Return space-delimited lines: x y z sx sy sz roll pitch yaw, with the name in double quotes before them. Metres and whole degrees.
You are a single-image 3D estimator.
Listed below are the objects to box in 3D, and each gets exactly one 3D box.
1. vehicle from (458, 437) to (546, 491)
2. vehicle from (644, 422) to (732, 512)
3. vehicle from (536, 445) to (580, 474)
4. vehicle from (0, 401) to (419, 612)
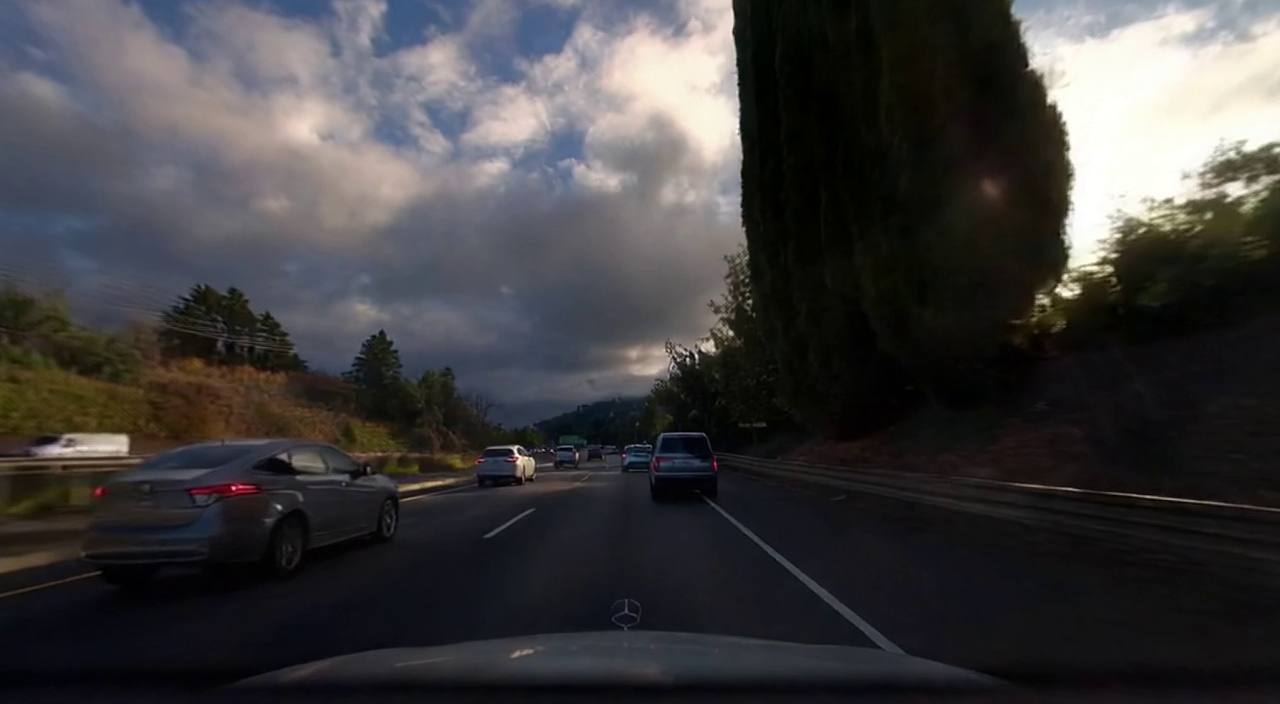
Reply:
"vehicle" -4.578 3.767 21.528 1.934 1.642 4.201 0 -9 2
"vehicle" 1.041 2.771 15.584 1.825 1.920 3.960 0 -9 0
"vehicle" -4.443 5.861 34.573 1.867 1.489 3.829 0 -9 1
"vehicle" -4.228 1.514 7.009 2.034 1.642 3.969 0 -9 1
